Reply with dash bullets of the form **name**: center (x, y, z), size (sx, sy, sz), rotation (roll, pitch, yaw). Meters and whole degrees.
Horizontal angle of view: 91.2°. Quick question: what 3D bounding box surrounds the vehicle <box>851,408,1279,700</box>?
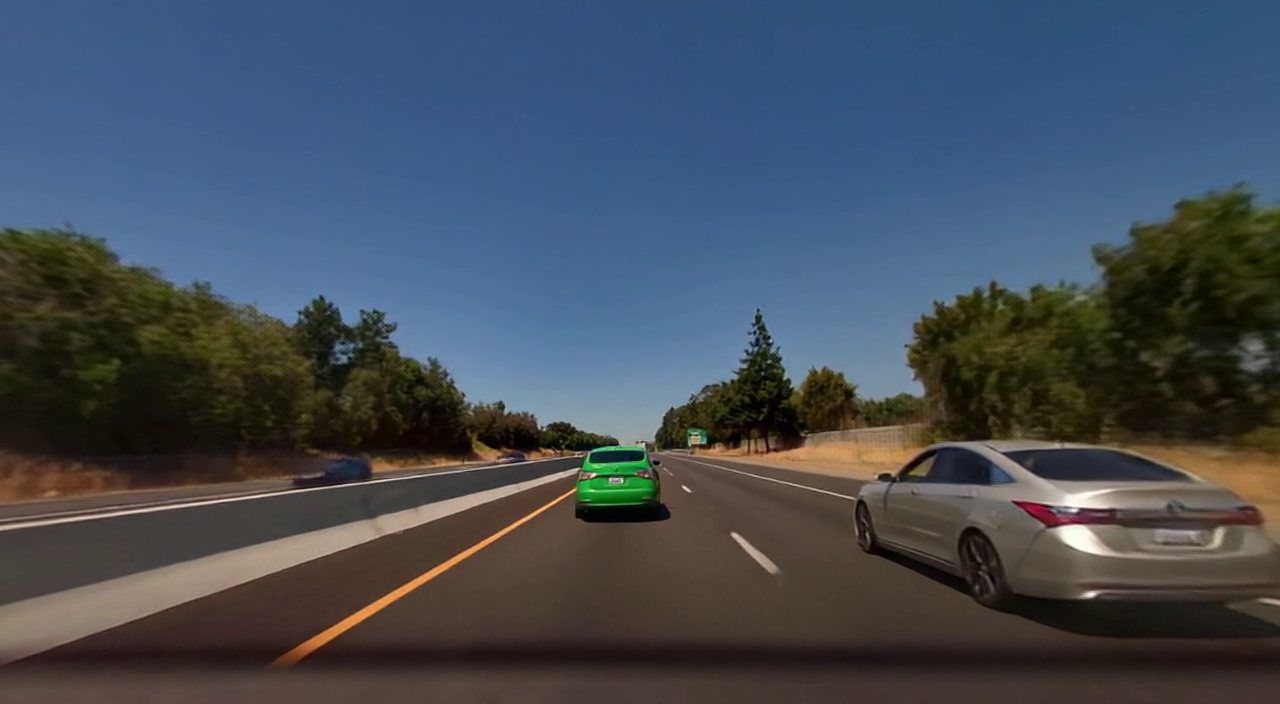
- **vehicle**: center (3.598, 1.382, 5.434), size (2.021, 1.533, 4.014), rotation (0, -9, -2)

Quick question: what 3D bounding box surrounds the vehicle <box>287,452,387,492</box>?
- **vehicle**: center (-13.176, 5.214, 27.596), size (1.907, 1.566, 4.287), rotation (-1, -9, 6)

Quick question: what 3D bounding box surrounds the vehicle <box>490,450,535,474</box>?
- **vehicle**: center (-8.901, 7.685, 44.088), size (1.925, 1.558, 4.069), rotation (-2, -9, 7)

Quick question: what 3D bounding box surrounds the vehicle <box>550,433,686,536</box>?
- **vehicle**: center (-0.392, 2.381, 11.867), size (2.083, 1.548, 4.251), rotation (0, -9, -1)
